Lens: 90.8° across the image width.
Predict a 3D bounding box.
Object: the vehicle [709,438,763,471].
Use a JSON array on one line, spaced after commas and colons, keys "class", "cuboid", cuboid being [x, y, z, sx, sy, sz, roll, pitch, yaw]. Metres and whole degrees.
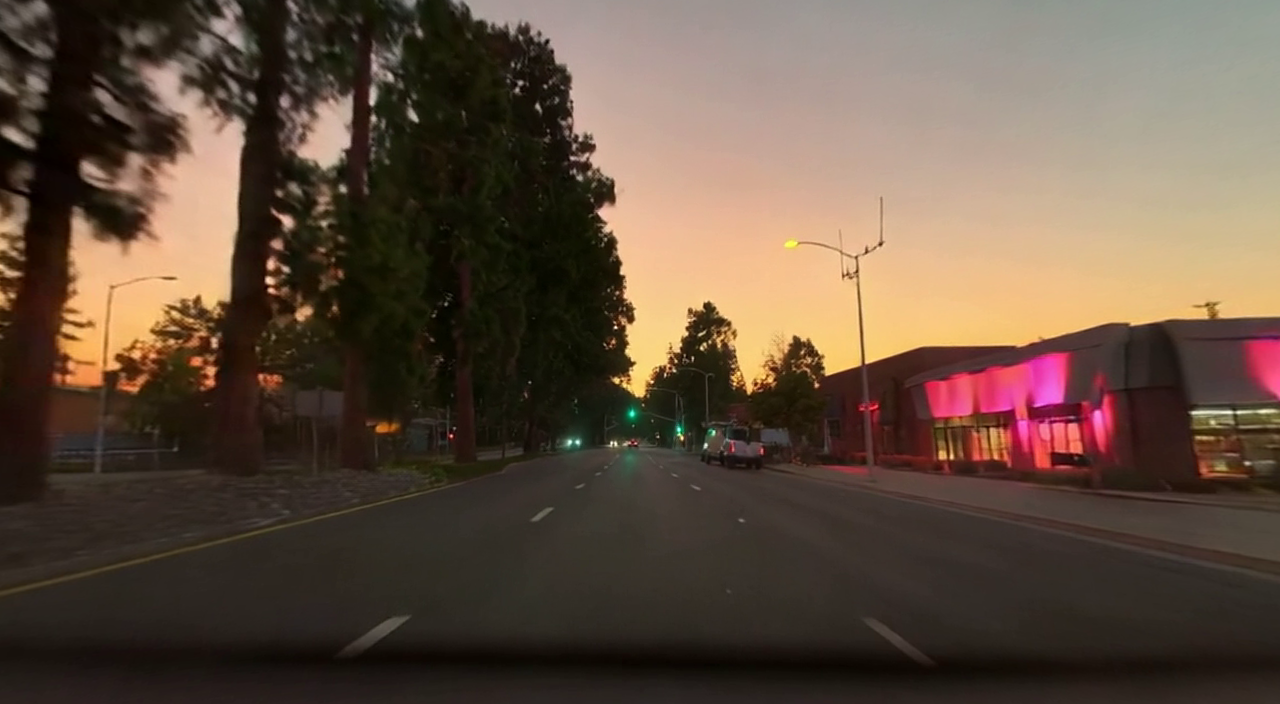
[{"class": "vehicle", "cuboid": [6.067, 6.582, 40.718, 2.347, 1.963, 5.940, 0, -9, -1]}]
